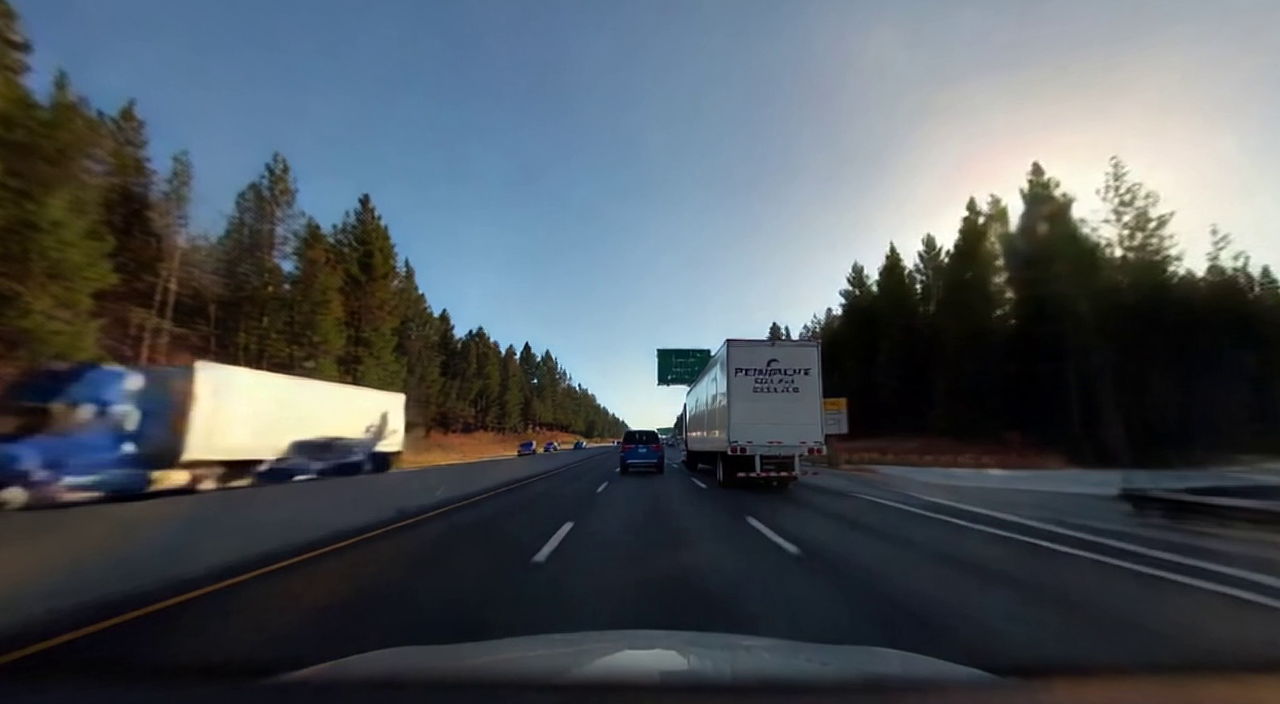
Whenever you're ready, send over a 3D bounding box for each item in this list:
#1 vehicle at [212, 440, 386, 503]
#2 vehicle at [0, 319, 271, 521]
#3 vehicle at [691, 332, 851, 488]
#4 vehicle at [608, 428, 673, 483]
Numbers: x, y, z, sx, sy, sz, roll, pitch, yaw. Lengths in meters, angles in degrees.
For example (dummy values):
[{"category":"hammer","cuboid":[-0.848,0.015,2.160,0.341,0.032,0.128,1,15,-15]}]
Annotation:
[{"category":"vehicle","cuboid":[-9.109,3.210,17.472,2.117,1.493,4.774,0,-8,1]},{"category":"vehicle","cuboid":[-13.520,1.831,15.611,3.042,3.762,9.032,0,-8,1]},{"category":"vehicle","cuboid":[4.130,2.742,25.123,2.899,4.160,16.621,0,-8,0]},{"category":"vehicle","cuboid":[0.033,3.898,24.016,2.222,1.848,4.610,0,-8,0]}]
